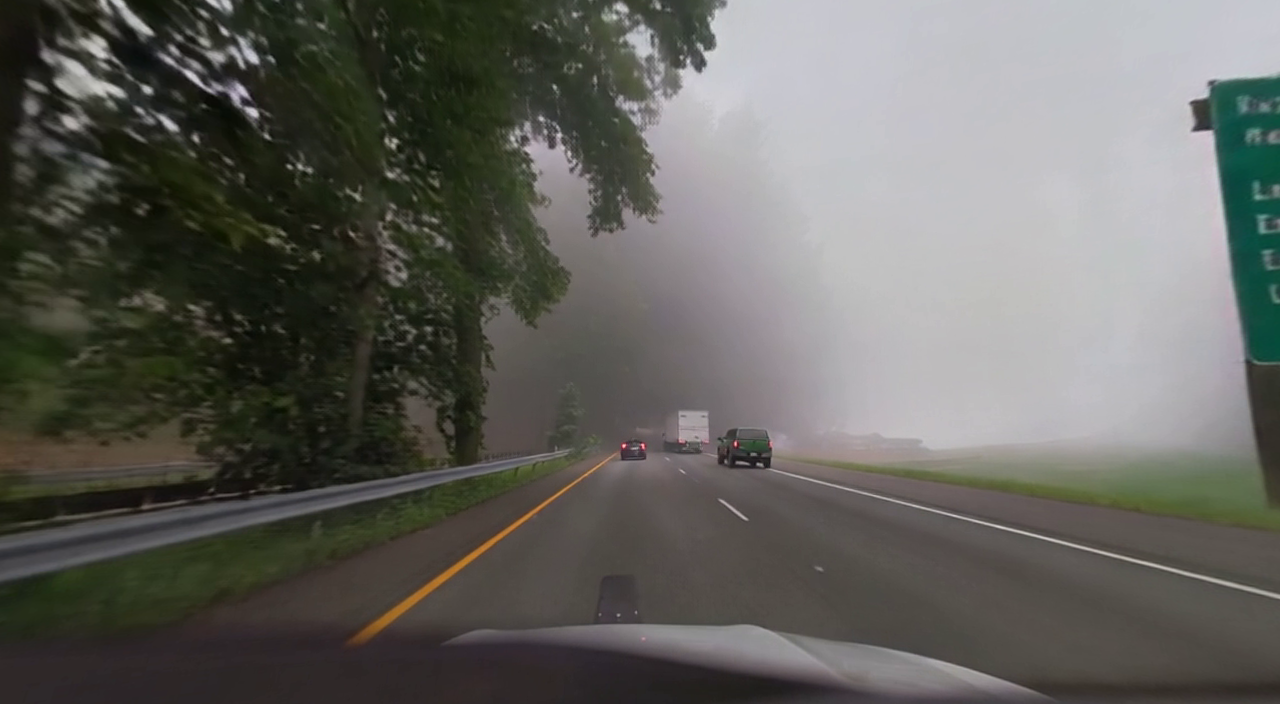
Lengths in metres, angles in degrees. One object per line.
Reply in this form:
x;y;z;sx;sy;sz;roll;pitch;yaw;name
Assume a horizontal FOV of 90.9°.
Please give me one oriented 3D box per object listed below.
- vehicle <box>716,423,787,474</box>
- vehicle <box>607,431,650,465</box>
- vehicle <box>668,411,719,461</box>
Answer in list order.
4.465;3.910;25.886;2.073;1.905;4.023;0;-8;-1;vehicle
-0.603;5.175;34.258;2.206;1.681;4.111;0;-8;-1;vehicle
3.476;5.705;42.952;2.728;3.053;7.708;0;-8;0;vehicle
